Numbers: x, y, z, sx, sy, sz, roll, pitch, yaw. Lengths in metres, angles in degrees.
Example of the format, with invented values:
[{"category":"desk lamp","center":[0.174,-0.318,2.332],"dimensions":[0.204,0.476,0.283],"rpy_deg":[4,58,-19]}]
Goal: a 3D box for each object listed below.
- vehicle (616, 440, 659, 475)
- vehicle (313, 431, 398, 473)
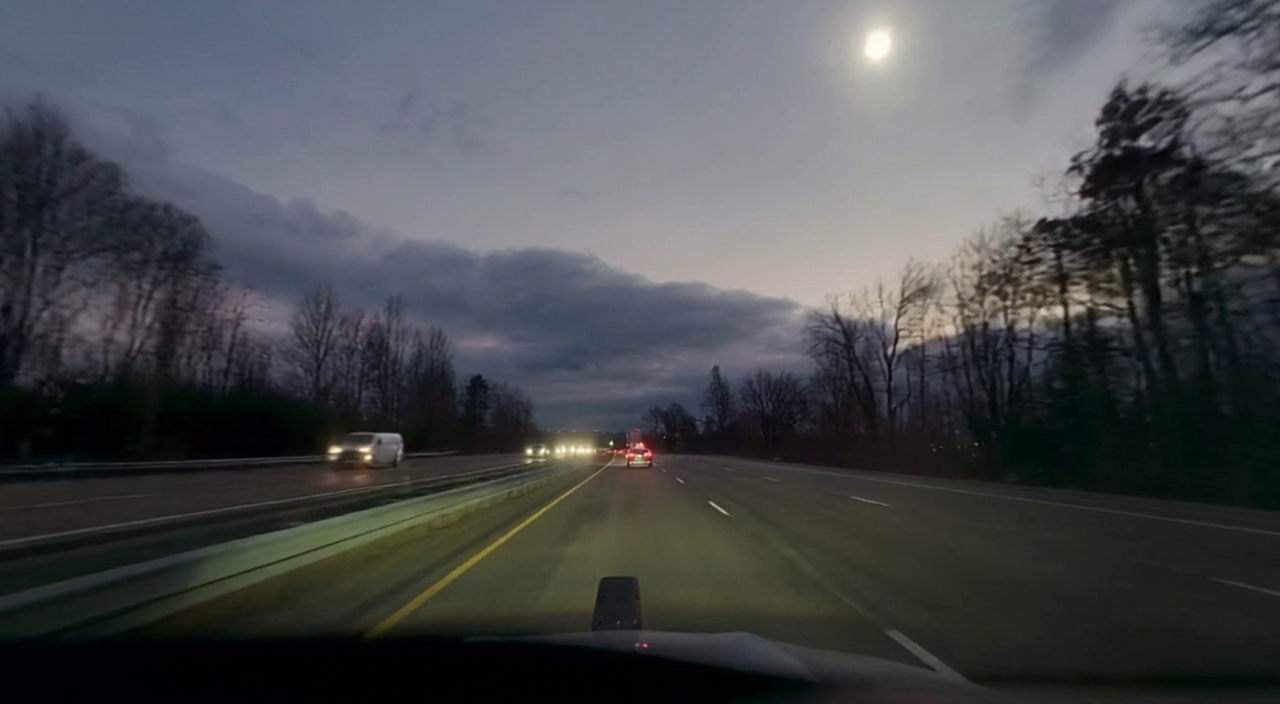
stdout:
[{"category":"vehicle","center":[-0.194,5.659,33.824],"dimensions":[2.151,1.693,4.201],"rpy_deg":[0,-9,-1]},{"category":"vehicle","center":[-13.440,4.745,29.971],"dimensions":[2.047,1.825,4.344],"rpy_deg":[0,-9,-1]}]
